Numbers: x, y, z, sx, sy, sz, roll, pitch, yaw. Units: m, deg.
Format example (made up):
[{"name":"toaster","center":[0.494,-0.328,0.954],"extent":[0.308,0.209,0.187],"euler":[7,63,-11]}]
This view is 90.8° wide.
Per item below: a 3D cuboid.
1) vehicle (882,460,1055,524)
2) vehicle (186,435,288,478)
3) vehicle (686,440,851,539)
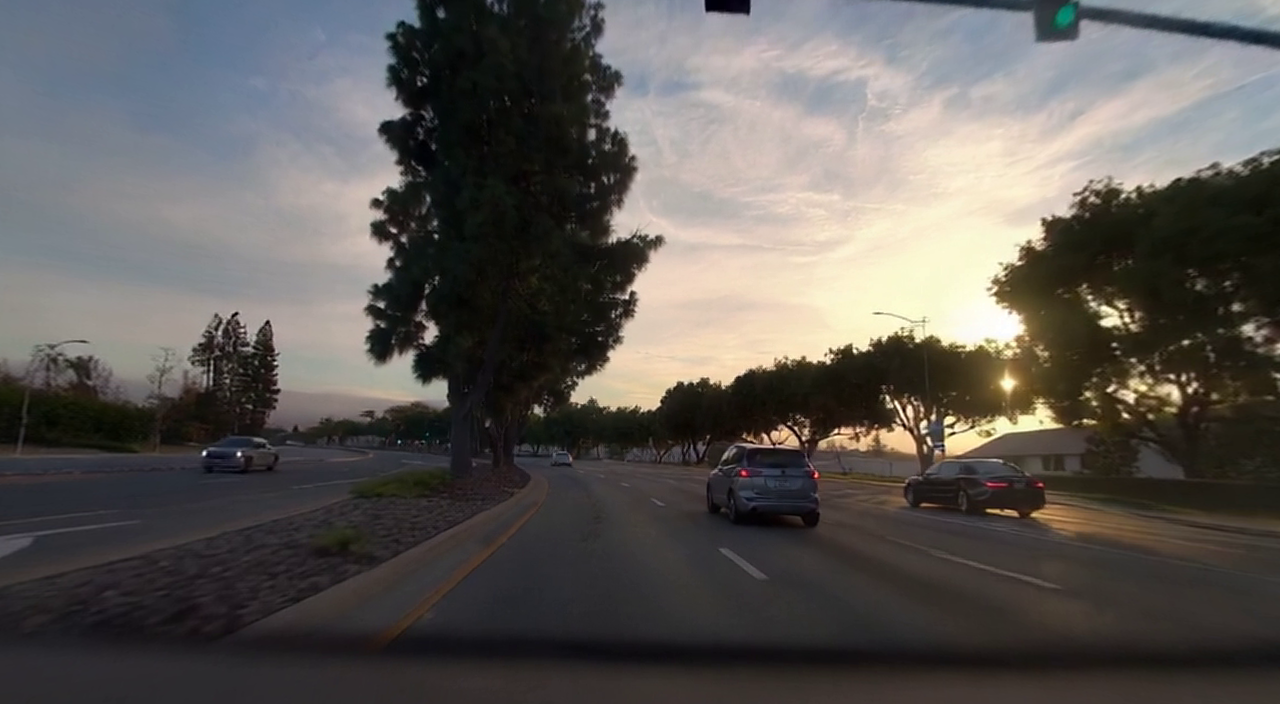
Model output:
[{"name":"vehicle","center":[8.784,3.759,17.489],"extent":[1.940,1.460,4.652],"euler":[1,-9,-6]},{"name":"vehicle","center":[-16.331,4.272,25.899],"extent":[2.206,1.583,4.539],"euler":[3,-10,-16]},{"name":"vehicle","center":[2.362,2.716,13.046],"extent":[2.122,1.646,4.525],"euler":[1,-9,-5]}]
